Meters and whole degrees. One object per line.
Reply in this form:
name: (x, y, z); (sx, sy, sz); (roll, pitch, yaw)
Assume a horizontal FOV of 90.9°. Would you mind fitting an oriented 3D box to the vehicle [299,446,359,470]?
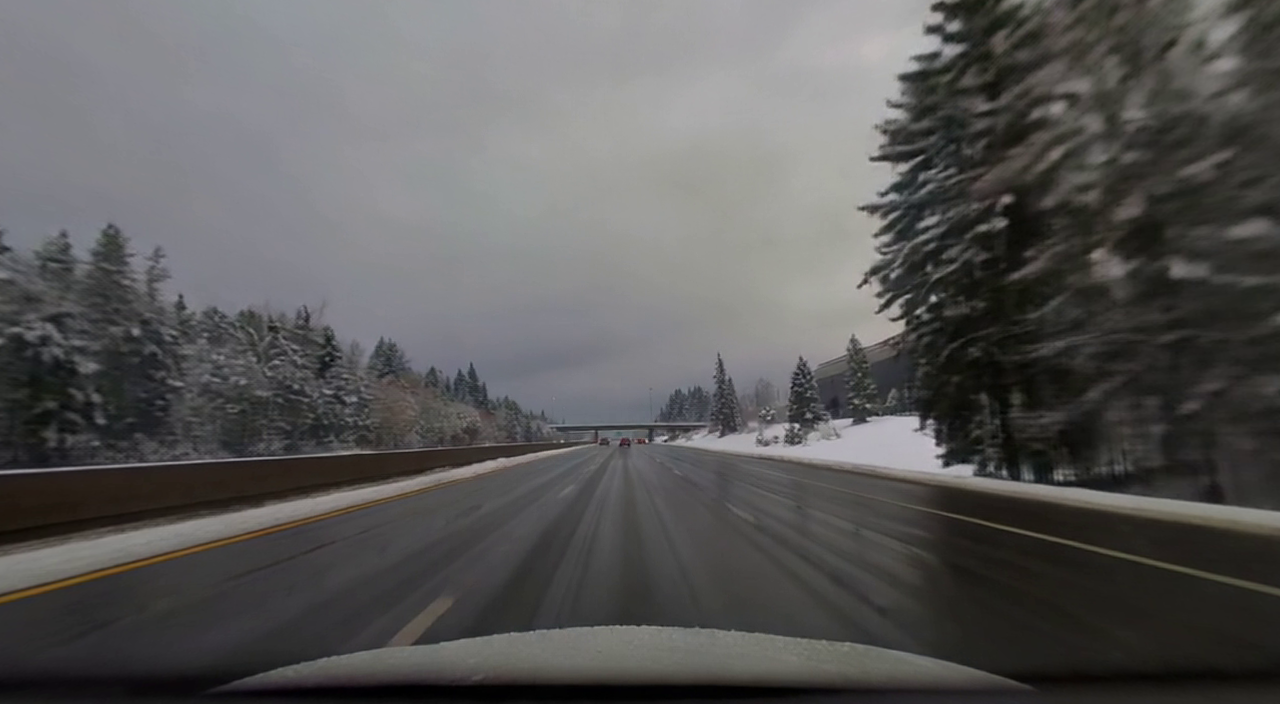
vehicle: (-20.586, 7.000, 41.861); (1.957, 1.464, 4.090); (0, -8, -1)
